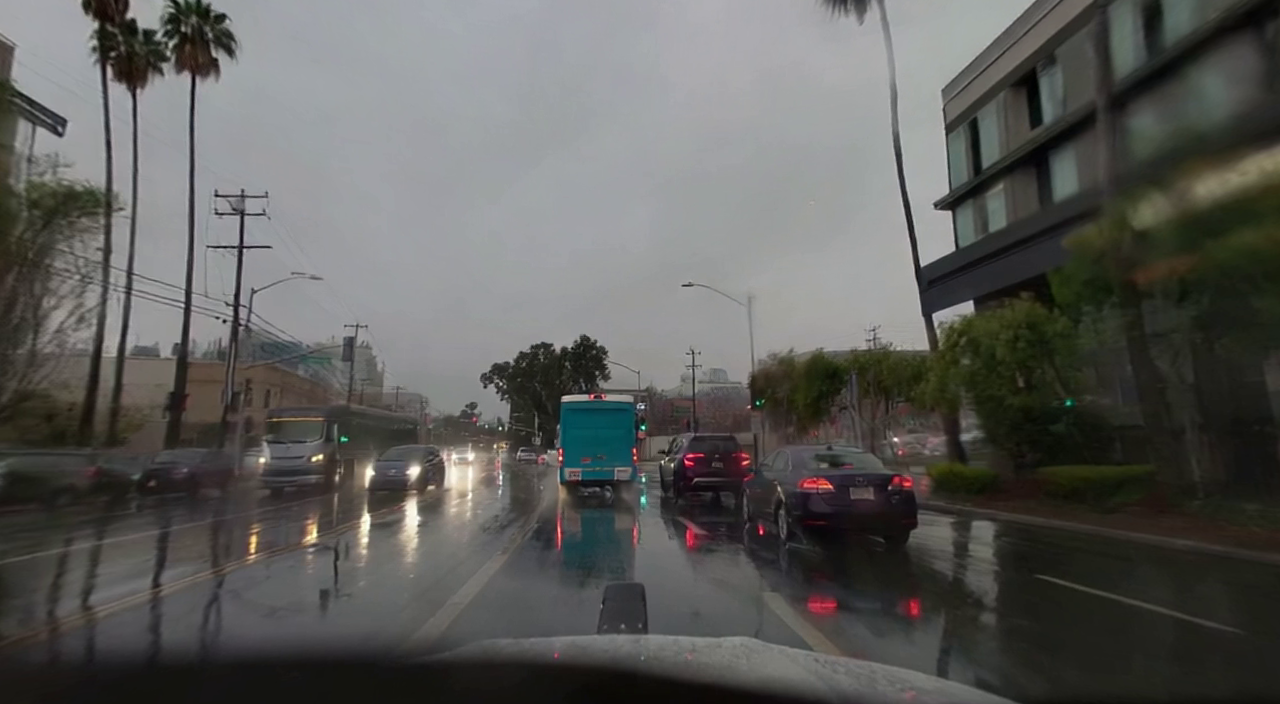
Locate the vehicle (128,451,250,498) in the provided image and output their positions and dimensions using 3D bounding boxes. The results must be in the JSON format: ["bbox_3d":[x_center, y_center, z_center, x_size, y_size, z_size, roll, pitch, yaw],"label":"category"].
[{"bbox_3d":[-16.980,4.581,23.940,1.861,1.574,4.456,1,-8,-9],"label":"vehicle"}]

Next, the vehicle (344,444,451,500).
[{"bbox_3d":[-7.552,3.751,20.069,2.170,1.555,4.187,1,-8,-7],"label":"vehicle"}]

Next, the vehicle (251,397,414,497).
[{"bbox_3d":[-12.722,4.120,27.548,2.996,3.432,11.265,1,-8,-9],"label":"vehicle"}]

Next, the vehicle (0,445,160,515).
[{"bbox_3d":[-15.941,3.451,17.490,1.965,1.679,4.455,1,-8,-7],"label":"vehicle"}]

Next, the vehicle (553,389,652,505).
[{"bbox_3d":[-1.347,2.876,19.188,2.517,2.926,6.177,1,-8,-8],"label":"vehicle"}]

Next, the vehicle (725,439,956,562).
[{"bbox_3d":[2.832,2.197,10.209,1.978,1.507,4.636,0,-8,-3],"label":"vehicle"}]

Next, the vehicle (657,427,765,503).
[{"bbox_3d":[1.919,3.354,19.122,2.157,1.944,5.423,1,-8,-6],"label":"vehicle"}]
